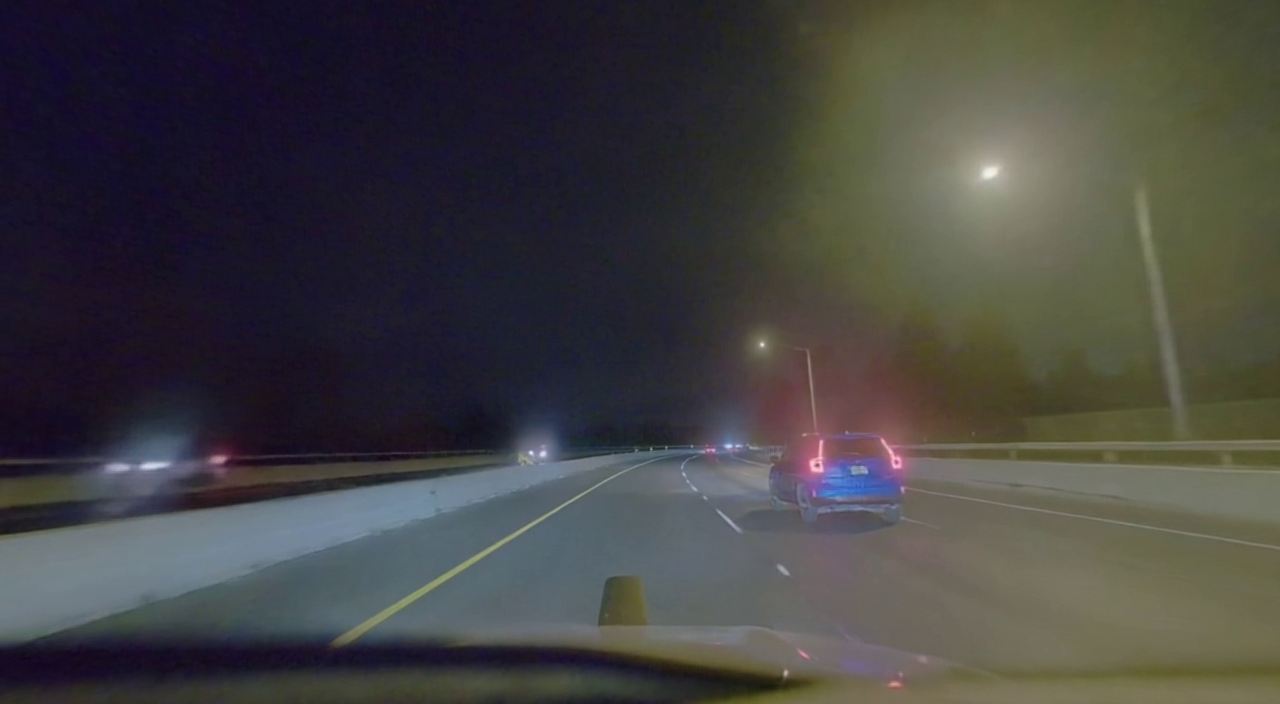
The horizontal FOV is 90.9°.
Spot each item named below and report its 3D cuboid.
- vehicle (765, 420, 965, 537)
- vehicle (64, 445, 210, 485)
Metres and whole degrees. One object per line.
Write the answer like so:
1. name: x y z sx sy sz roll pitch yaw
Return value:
1. vehicle: 3.826 2.231 11.724 2.143 1.730 4.303 0 -9 0
2. vehicle: -20.402 4.575 25.907 1.947 1.480 4.663 -1 -9 3
